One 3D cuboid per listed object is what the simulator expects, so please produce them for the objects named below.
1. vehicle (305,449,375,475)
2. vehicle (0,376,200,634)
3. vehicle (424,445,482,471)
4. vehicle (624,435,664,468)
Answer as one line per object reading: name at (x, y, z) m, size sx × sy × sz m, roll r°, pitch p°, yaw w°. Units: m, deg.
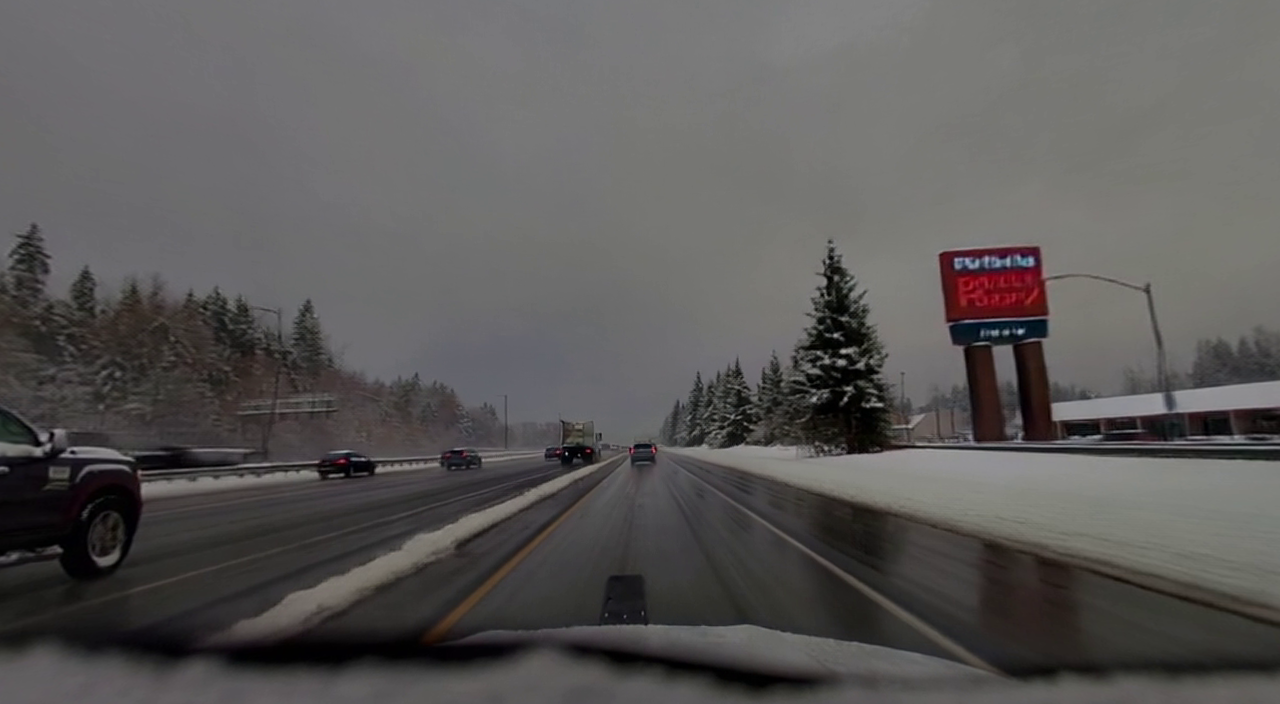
vehicle at (-18.699, 6.880, 39.604) m, size 1.899 × 1.478 × 4.640 m, roll 0°, pitch -8°, yaw 3°
vehicle at (-5.625, 1.011, 3.998) m, size 2.200 × 1.793 × 4.586 m, roll 0°, pitch -8°, yaw 2°
vehicle at (-11.400, 6.456, 38.749) m, size 1.928 × 1.480 × 4.823 m, roll 0°, pitch -8°, yaw 2°
vehicle at (0.277, 5.913, 37.604) m, size 2.227 × 1.794 × 4.646 m, roll 0°, pitch -8°, yaw 1°
